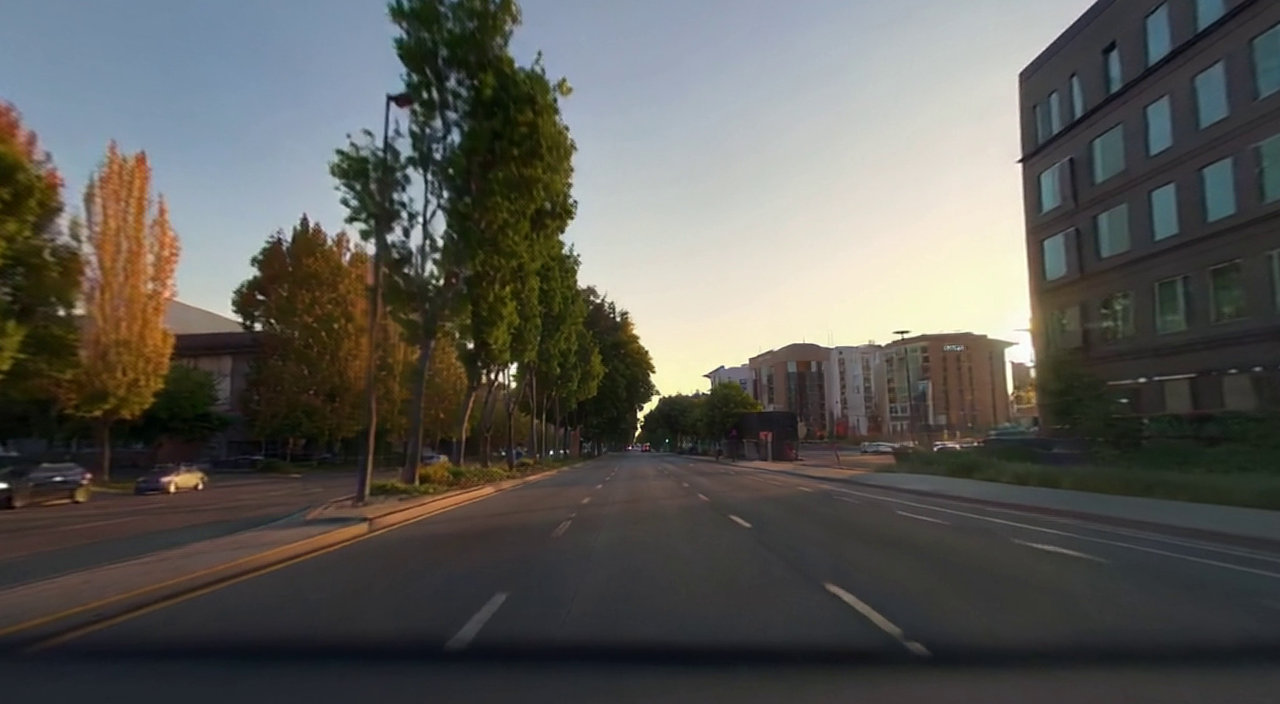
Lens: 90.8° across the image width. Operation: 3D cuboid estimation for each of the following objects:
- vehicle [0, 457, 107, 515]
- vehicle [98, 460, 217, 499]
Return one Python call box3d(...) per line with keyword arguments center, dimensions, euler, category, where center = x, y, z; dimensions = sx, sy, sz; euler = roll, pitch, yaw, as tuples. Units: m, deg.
box3d(center=(-22.084, 4.696, 22.497), dimensions=(2.043, 1.816, 4.776), euler=(0, -8, 0), category="vehicle")
box3d(center=(-21.910, 5.788, 29.000), dimensions=(1.841, 1.505, 4.664), euler=(0, -8, -1), category="vehicle")
